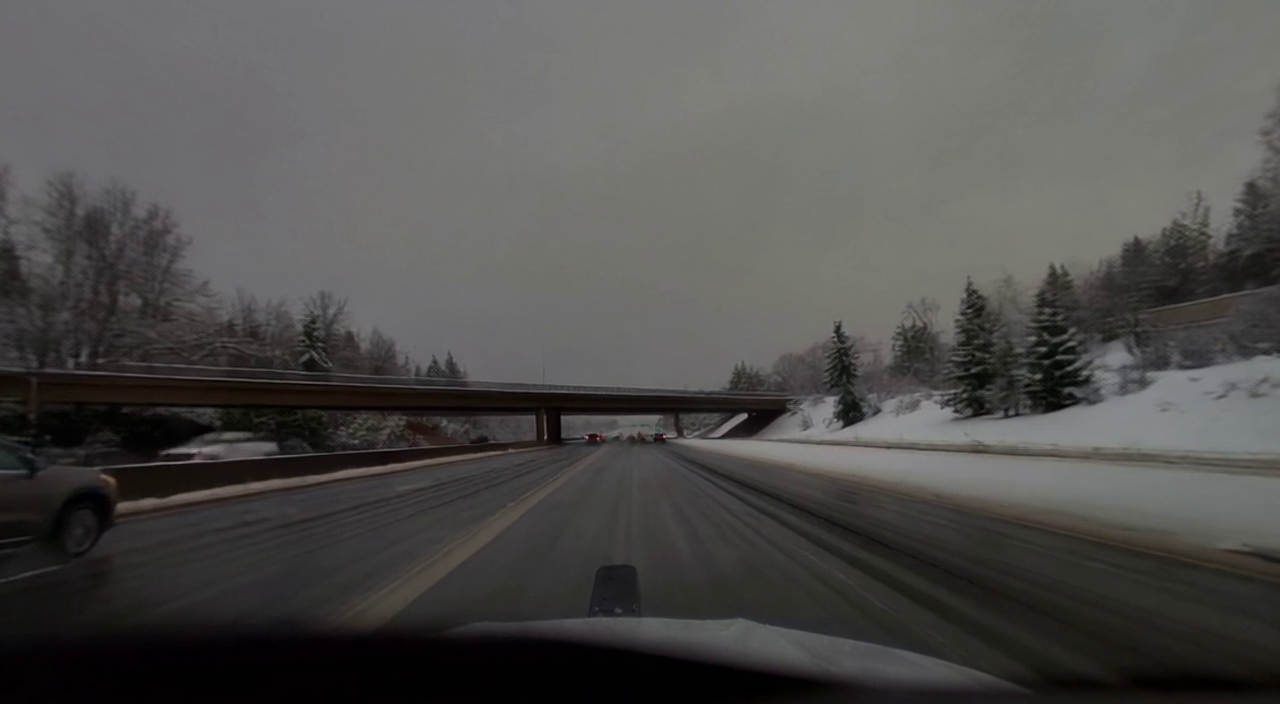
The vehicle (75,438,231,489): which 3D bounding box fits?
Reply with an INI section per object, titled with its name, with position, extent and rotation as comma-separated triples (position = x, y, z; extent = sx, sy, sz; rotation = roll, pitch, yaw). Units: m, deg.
[vehicle]
position = -16.760, 3.815, 21.971
extent = 2.120, 1.557, 4.187
rotation = 0, -8, -1
